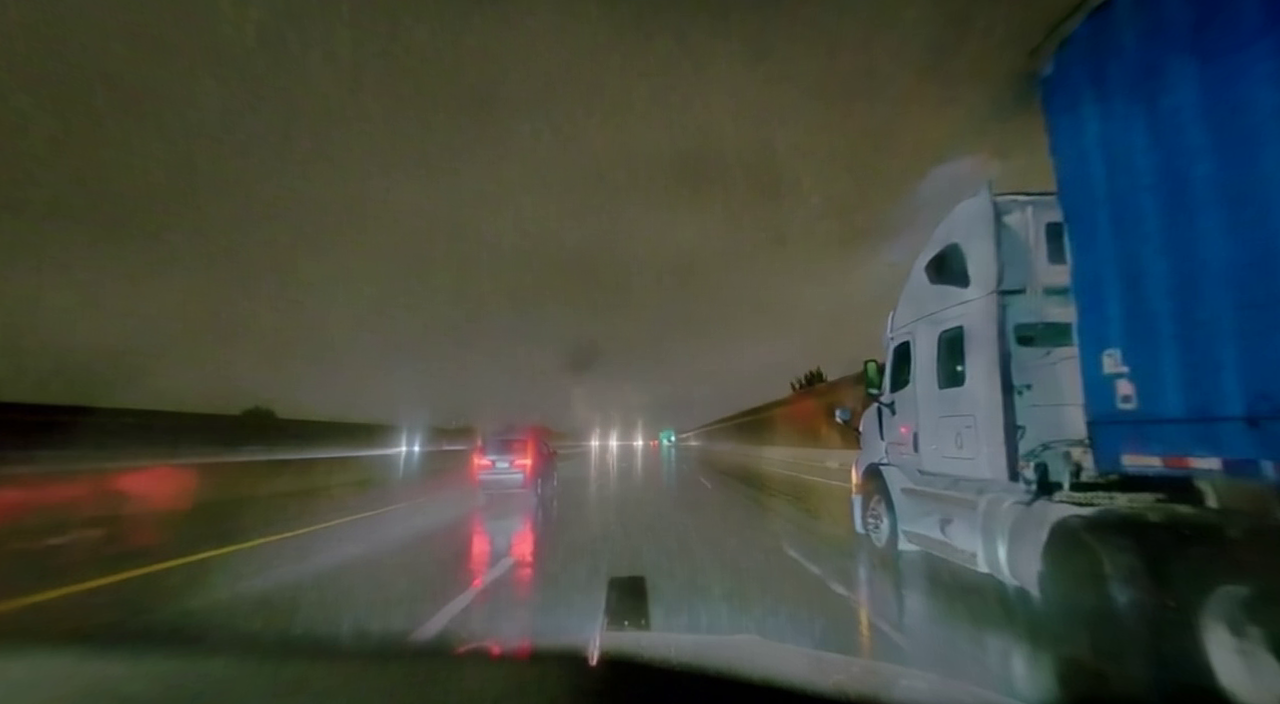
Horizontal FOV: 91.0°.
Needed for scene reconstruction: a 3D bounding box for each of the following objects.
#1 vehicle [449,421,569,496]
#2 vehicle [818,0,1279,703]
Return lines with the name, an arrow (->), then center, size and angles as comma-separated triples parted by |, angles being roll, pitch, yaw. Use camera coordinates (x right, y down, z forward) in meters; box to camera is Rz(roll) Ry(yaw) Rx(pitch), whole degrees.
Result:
vehicle -> -3.256, 2.770, 16.754 | 2.189, 1.707, 4.692 | 0, -8, 0
vehicle -> 3.812, 0.054, 5.328 | 3.037, 4.014, 6.276 | 1, -7, 3
